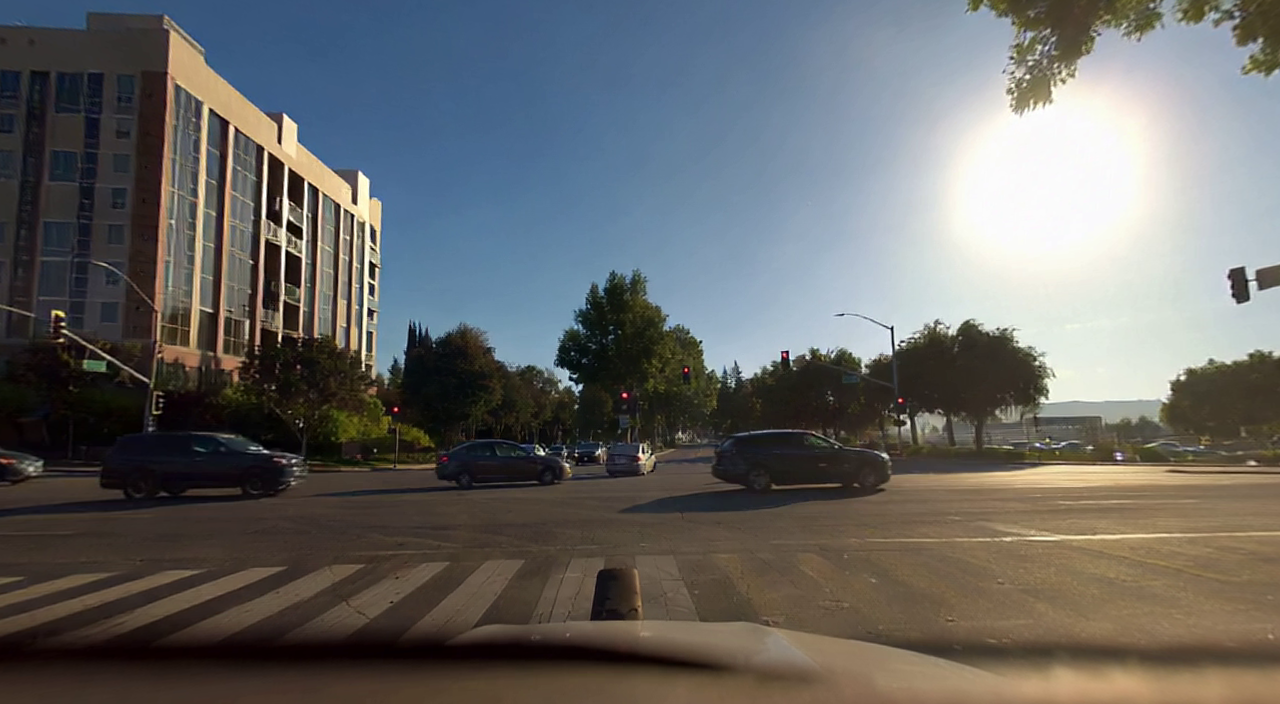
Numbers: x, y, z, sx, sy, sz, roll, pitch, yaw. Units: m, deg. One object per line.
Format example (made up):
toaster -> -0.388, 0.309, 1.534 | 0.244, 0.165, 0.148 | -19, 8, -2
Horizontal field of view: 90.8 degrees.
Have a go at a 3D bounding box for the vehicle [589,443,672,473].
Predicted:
vehicle -> -0.421, 5.714, 34.414 | 1.976, 1.505, 5.084 | -6, -10, 33

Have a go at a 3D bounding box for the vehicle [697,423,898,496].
vehicle -> 4.467, 3.105, 18.546 | 5.101, 1.940, 2.468 | 1, -8, -7

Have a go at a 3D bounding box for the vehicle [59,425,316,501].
vehicle -> -11.544, 2.857, 16.497 | 4.923, 1.800, 2.153 | 0, -8, -5

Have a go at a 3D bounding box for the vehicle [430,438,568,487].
vehicle -> -4.966, 3.834, 22.285 | 4.397, 1.569, 1.955 | 3, -9, -23
